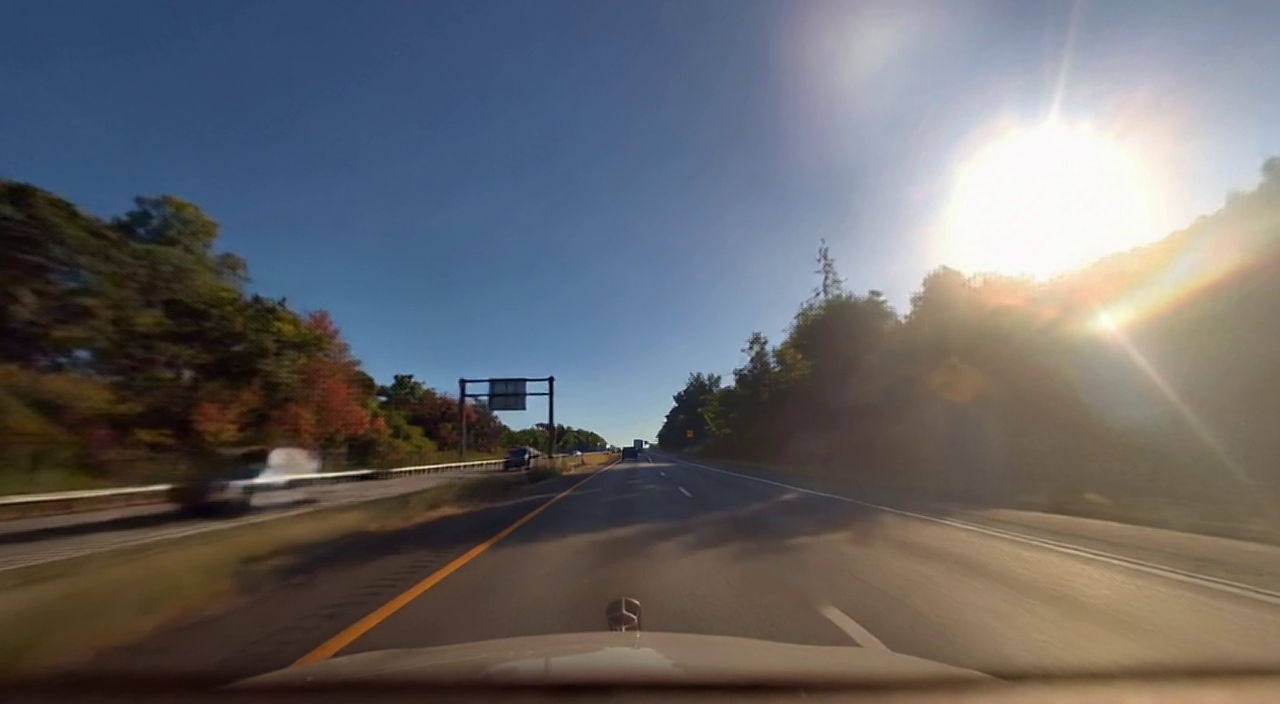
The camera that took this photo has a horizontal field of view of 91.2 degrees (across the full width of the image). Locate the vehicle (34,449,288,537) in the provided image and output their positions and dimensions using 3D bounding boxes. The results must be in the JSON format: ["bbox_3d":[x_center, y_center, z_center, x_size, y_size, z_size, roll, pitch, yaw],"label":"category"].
[{"bbox_3d":[-9.644,2.816,13.221,1.868,1.511,4.410,0,-9,0],"label":"vehicle"}]

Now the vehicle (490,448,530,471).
[{"bbox_3d":[-9.683,8.013,47.043,2.016,1.620,4.735,0,-9,0],"label":"vehicle"}]
